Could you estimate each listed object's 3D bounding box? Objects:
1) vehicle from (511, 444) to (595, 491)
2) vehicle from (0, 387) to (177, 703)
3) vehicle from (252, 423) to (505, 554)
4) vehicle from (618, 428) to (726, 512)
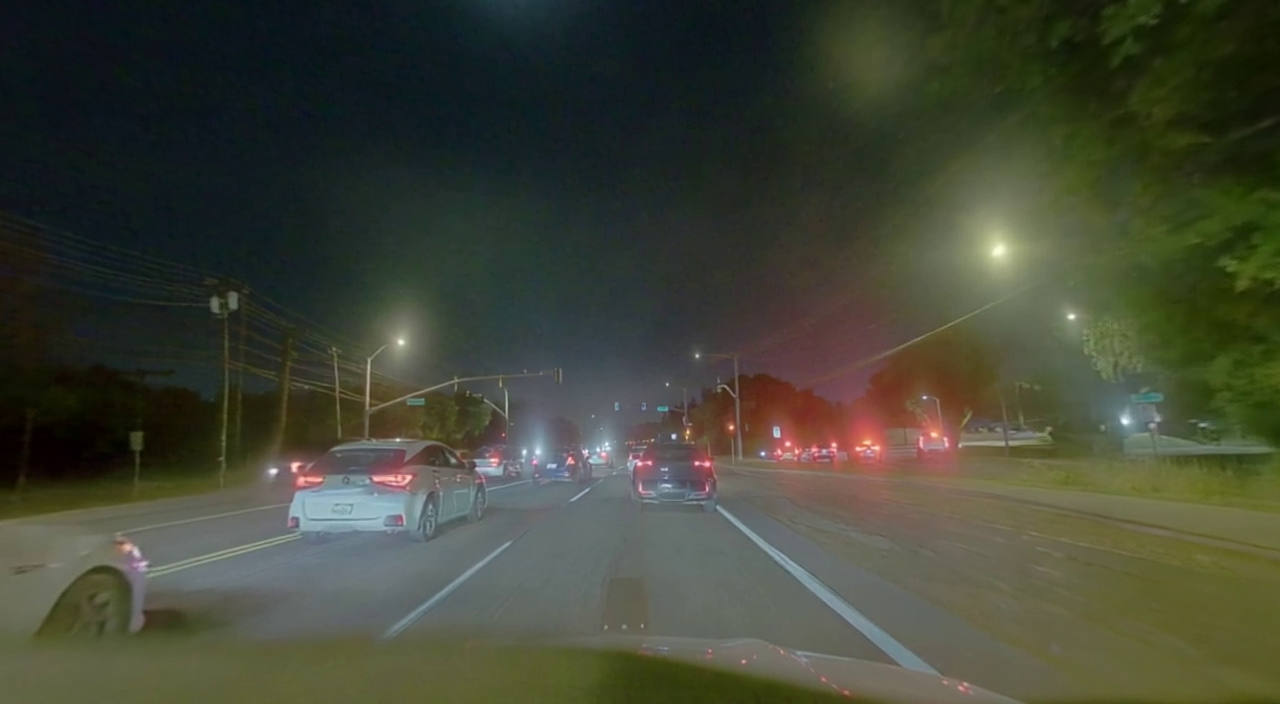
[{"bbox_3d":[-2.903,3.977,22.079,2.105,1.436,4.311,-1,-9,4],"label":"vehicle"},{"bbox_3d":[-3.848,0.794,1.746,1.999,1.563,4.007,0,-9,1],"label":"vehicle"},{"bbox_3d":[-3.753,2.041,10.138,2.018,1.621,4.441,-1,-9,2],"label":"vehicle"},{"bbox_3d":[0.719,2.714,14.895,2.205,1.691,3.937,-1,-9,2],"label":"vehicle"}]
